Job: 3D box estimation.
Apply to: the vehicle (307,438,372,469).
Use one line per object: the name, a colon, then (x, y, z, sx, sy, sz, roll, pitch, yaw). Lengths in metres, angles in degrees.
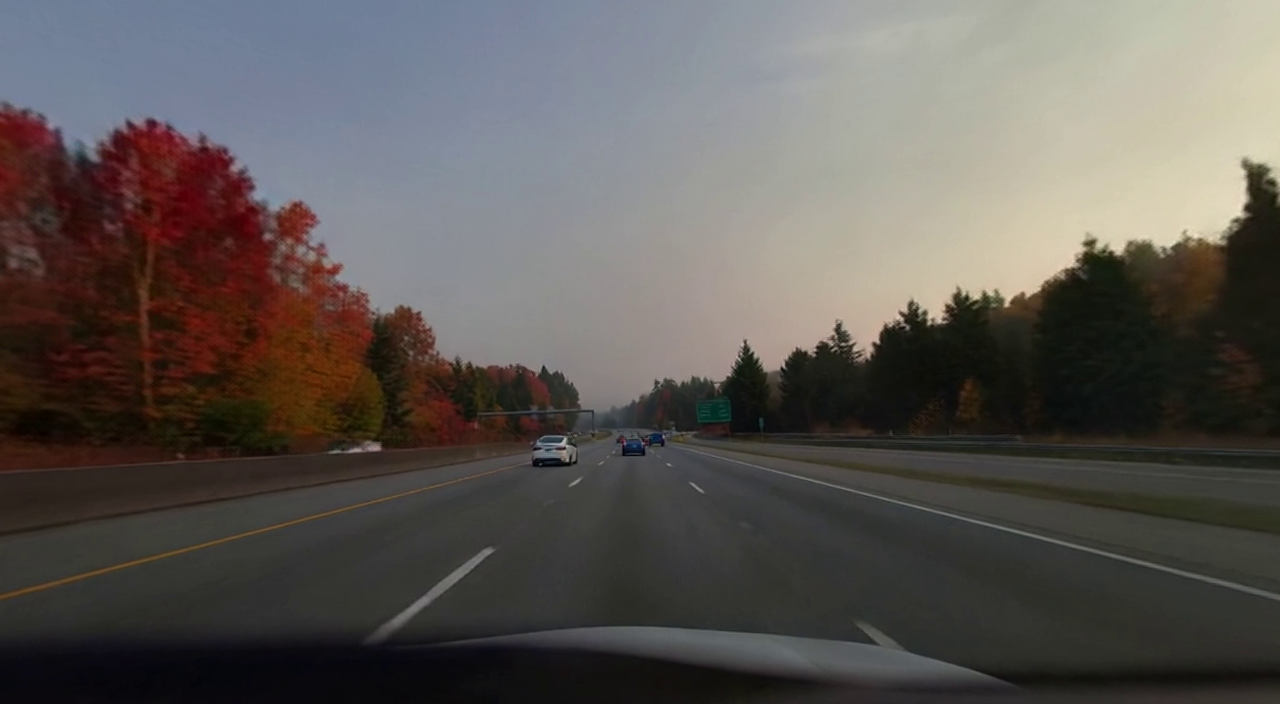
vehicle: (-20.810, 6.991, 43.735, 2.084, 1.999, 4.958, 0, -8, 0)

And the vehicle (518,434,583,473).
vehicle: (-3.677, 4.249, 26.698, 2.103, 1.507, 4.367, 0, -8, 0)
